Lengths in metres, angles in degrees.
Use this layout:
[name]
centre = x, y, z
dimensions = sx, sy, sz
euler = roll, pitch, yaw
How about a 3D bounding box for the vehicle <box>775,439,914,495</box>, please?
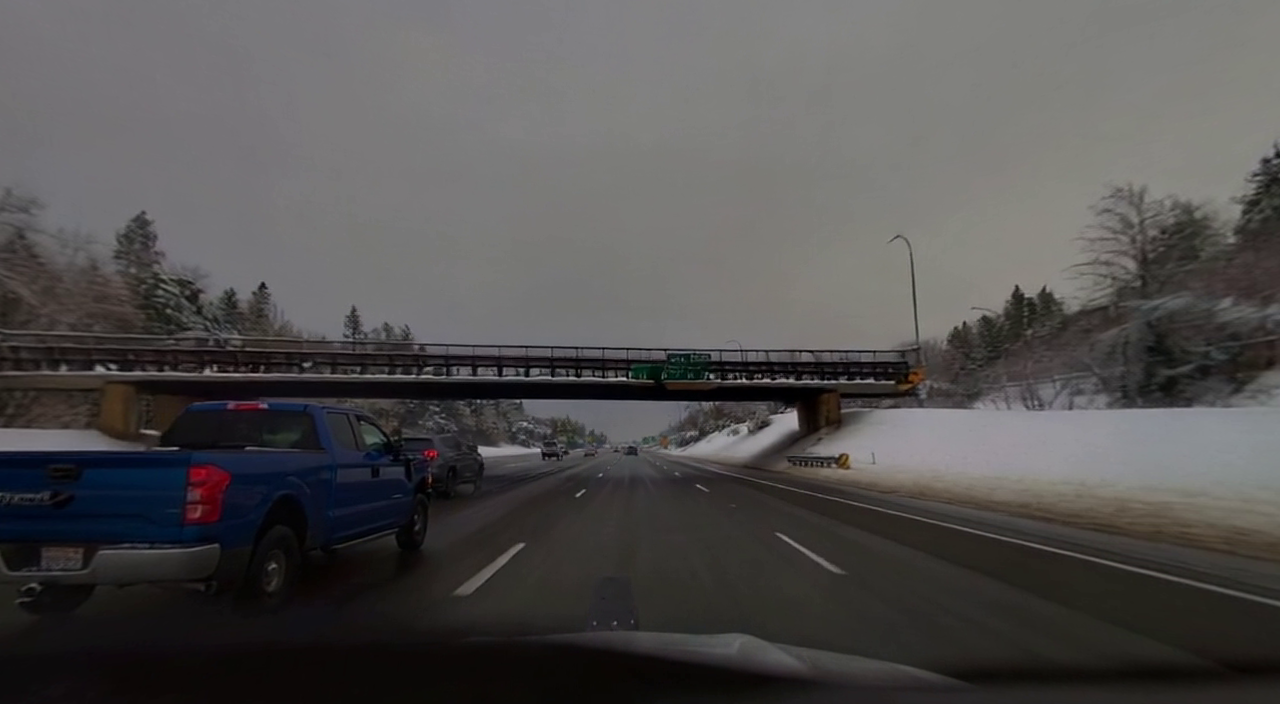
[vehicle]
centre = 7.017, 4.068, 22.848
dimensions = 2.406, 1.702, 6.765
euler = 1, -9, -4
